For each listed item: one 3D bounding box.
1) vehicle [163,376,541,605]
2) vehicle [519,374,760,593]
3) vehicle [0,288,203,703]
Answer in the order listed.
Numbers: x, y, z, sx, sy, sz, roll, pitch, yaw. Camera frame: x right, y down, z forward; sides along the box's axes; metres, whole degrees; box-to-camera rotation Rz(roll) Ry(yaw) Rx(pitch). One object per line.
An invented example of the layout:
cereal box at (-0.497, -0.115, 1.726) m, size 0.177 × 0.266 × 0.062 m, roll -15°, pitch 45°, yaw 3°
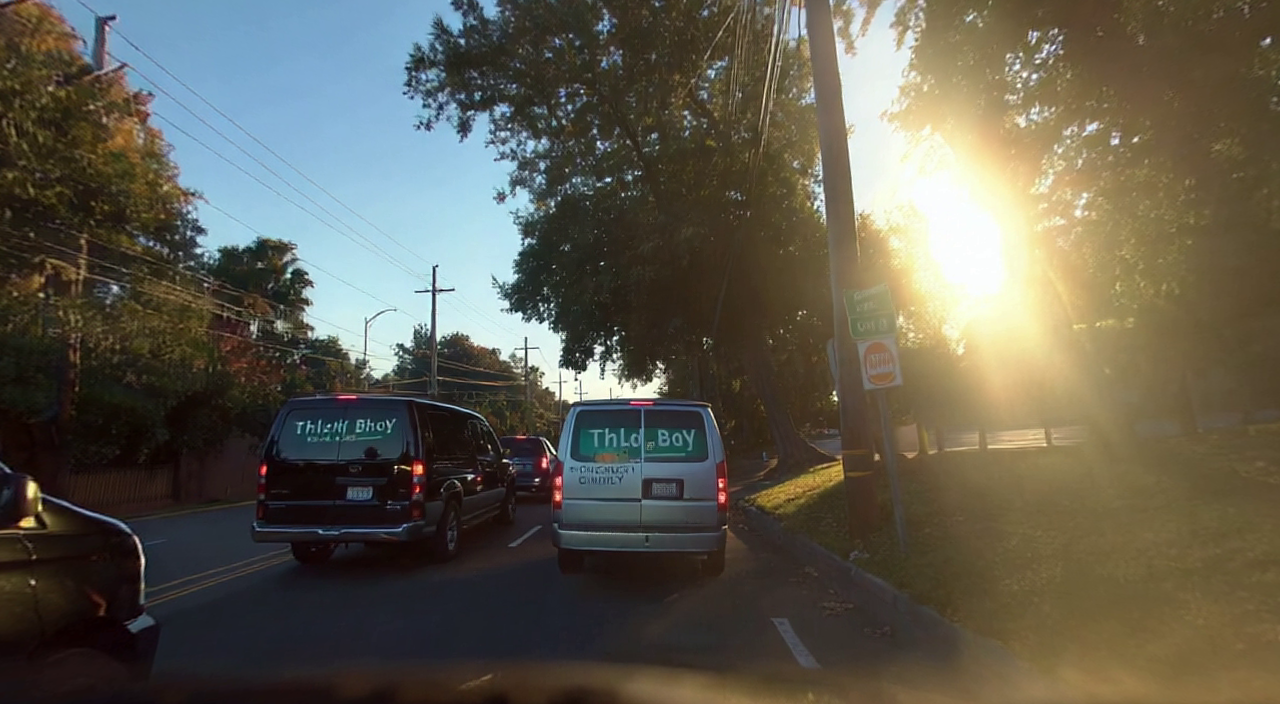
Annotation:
vehicle at (-2.755, 1.480, 7.615) m, size 2.109 × 1.851 × 4.749 m, roll -1°, pitch -8°, yaw 3°
vehicle at (0.108, 1.458, 7.702) m, size 2.117 × 1.911 × 4.095 m, roll -1°, pitch -8°, yaw 4°
vehicle at (-3.095, 0.462, 0.245) m, size 2.160 × 1.796 × 4.997 m, roll 0°, pitch -8°, yaw 1°
